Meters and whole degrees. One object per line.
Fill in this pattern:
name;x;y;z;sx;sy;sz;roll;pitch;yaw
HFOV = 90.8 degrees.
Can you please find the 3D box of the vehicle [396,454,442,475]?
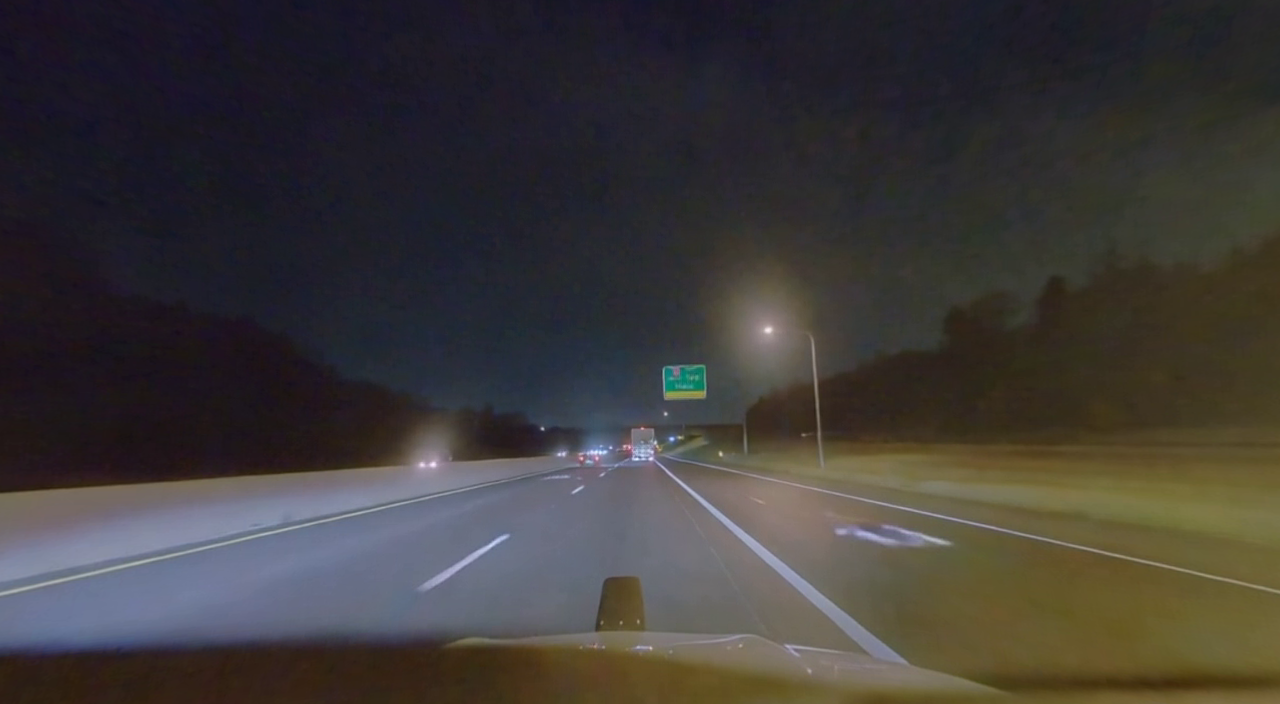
vehicle;-16.948;8.628;48.549;1.838;1.473;4.371;0;-9;1
